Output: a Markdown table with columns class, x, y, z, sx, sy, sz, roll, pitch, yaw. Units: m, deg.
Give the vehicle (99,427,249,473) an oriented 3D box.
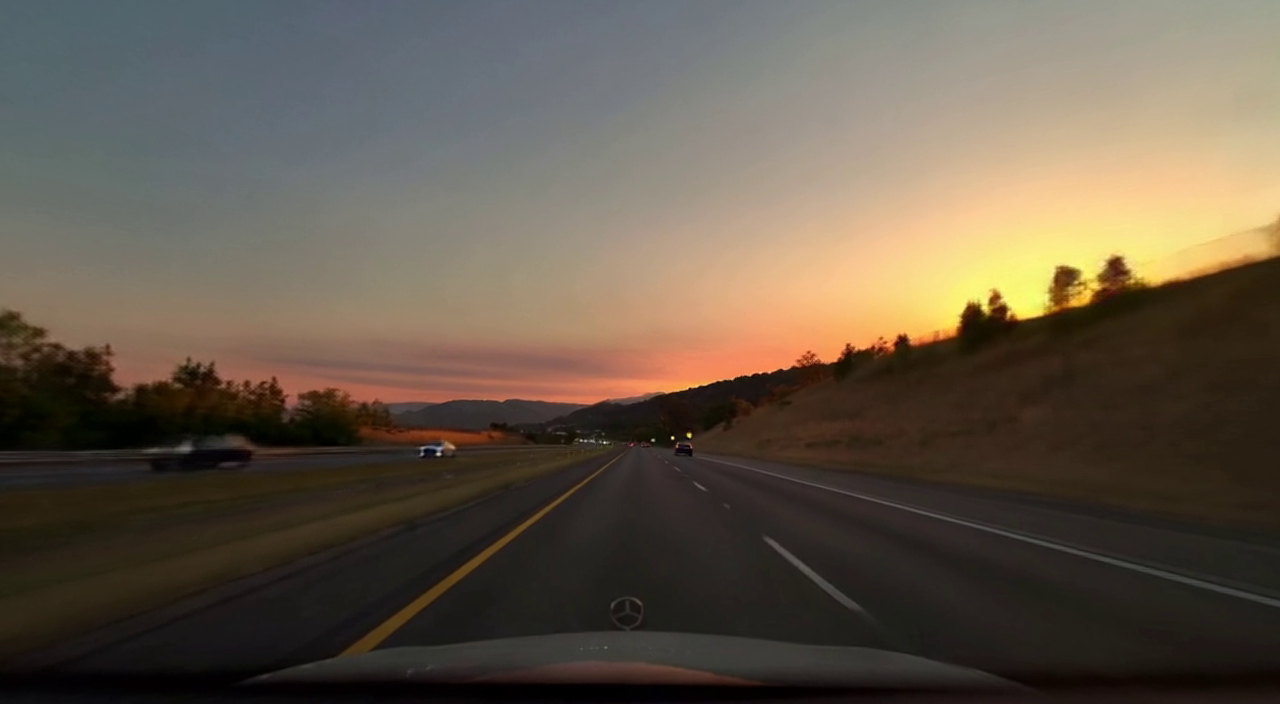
| class | x | y | z | sx | sy | sz | roll | pitch | yaw |
| --- | --- | --- | --- | --- | --- | --- | --- | --- | --- |
| vehicle | -21.526 | 4.577 | 29.610 | 2.454 | 1.943 | 5.953 | 0 | -8 | 0 |
